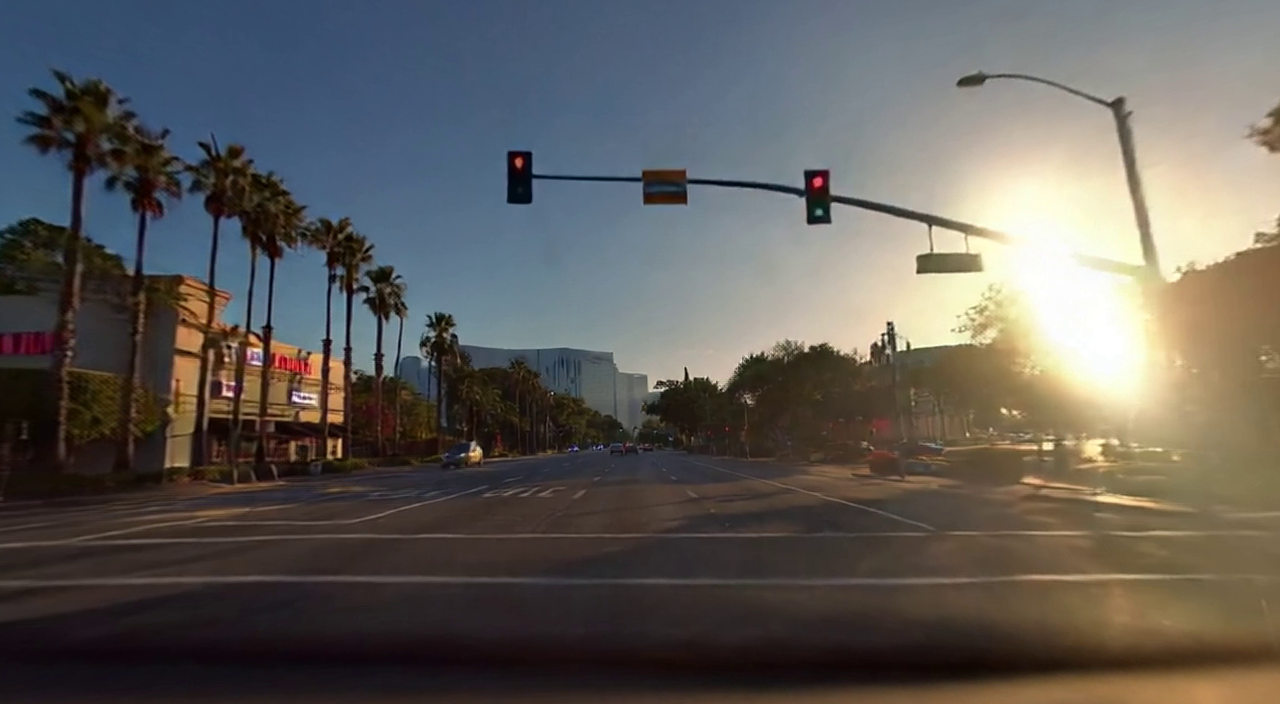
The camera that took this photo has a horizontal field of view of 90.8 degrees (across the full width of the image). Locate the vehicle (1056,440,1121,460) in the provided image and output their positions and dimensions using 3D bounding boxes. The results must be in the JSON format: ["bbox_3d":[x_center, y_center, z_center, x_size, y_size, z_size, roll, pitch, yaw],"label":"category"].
[{"bbox_3d":[34.892,7.637,49.234,3.698,1.478,1.811,0,-8,-4],"label":"vehicle"}]

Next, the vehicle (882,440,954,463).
[{"bbox_3d":[21.621,7.712,49.192,4.620,1.475,1.904,-3,-9,-3],"label":"vehicle"}]

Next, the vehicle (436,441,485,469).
[{"bbox_3d":[-13.382,7.704,47.489,2.237,1.950,5.039,0,-8,-1],"label":"vehicle"}]
